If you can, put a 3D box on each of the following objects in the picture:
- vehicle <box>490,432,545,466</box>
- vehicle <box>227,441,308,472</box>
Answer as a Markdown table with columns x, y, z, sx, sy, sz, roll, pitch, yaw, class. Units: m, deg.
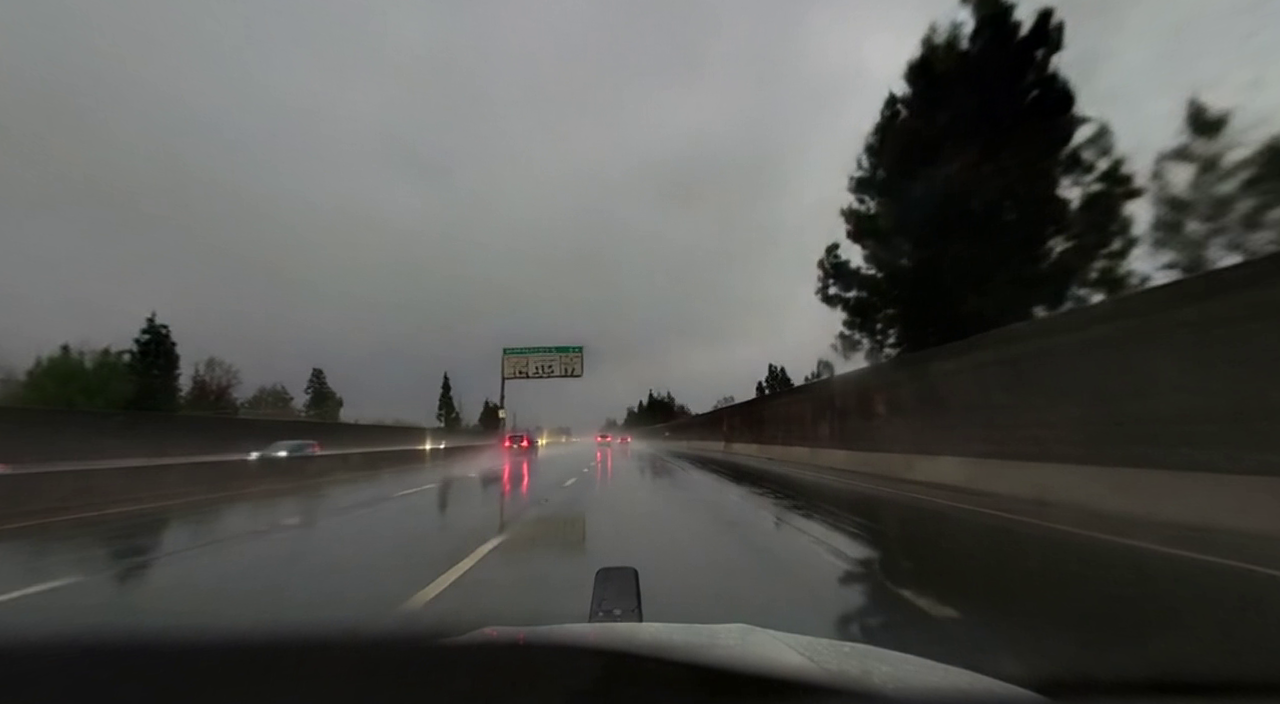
| x | y | z | sx | sy | sz | roll | pitch | yaw | class |
| --- | --- | --- | --- | --- | --- | --- | --- | --- | --- |
| -5.841 | 4.654 | 30.439 | 1.988 | 1.505 | 4.044 | 0 | -8 | -2 | vehicle |
| -19.716 | 5.531 | 33.514 | 1.830 | 1.500 | 4.153 | 0 | -8 | -1 | vehicle |
